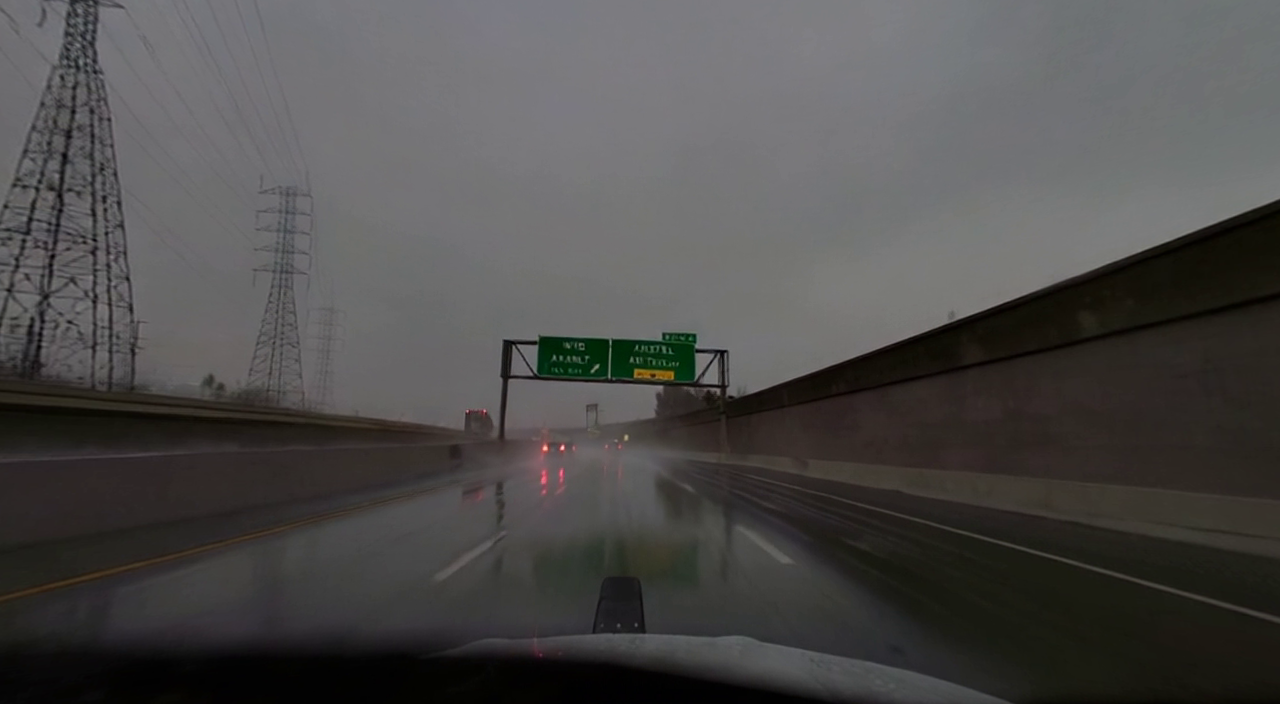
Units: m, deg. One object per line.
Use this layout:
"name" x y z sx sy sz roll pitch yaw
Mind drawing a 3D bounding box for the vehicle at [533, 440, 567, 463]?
"vehicle" -6.113 6.792 43.391 1.921 1.420 4.078 0 -8 -3
